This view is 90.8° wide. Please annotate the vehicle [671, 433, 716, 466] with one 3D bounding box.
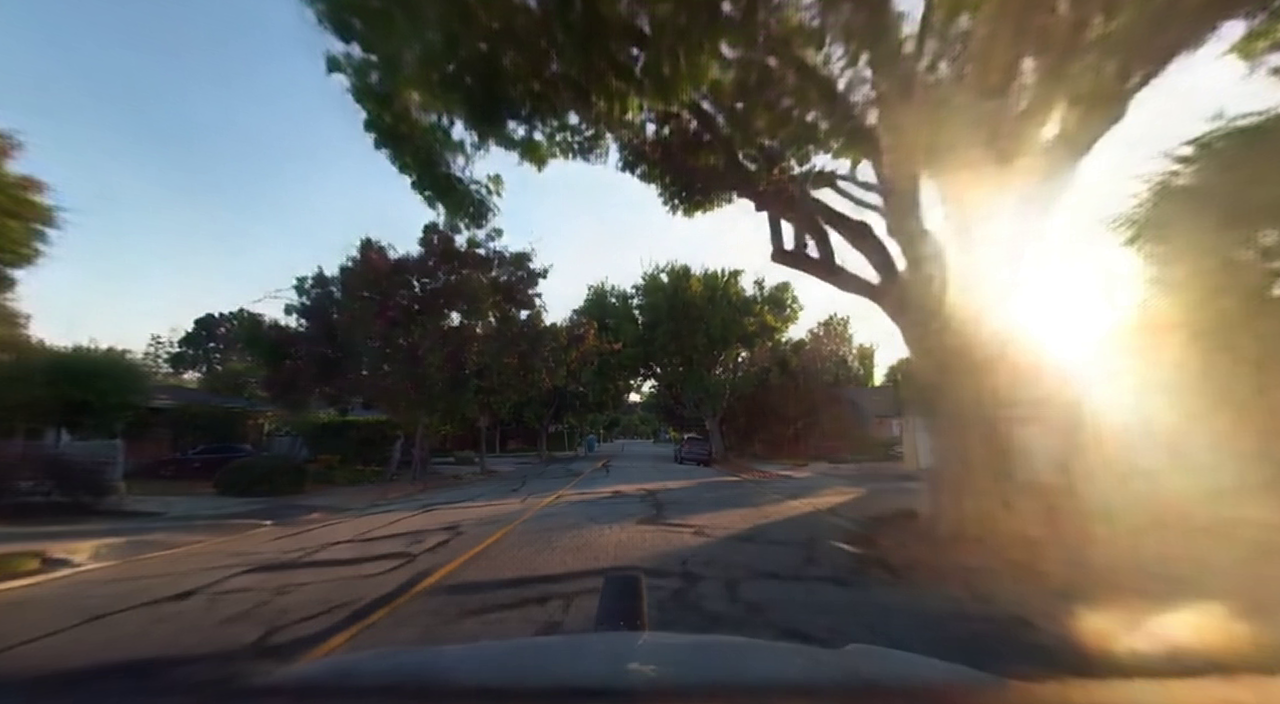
[{"bbox_3d":[2.941,5.462,35.517,2.086,1.726,4.384,0,-8,0],"label":"vehicle"}]
